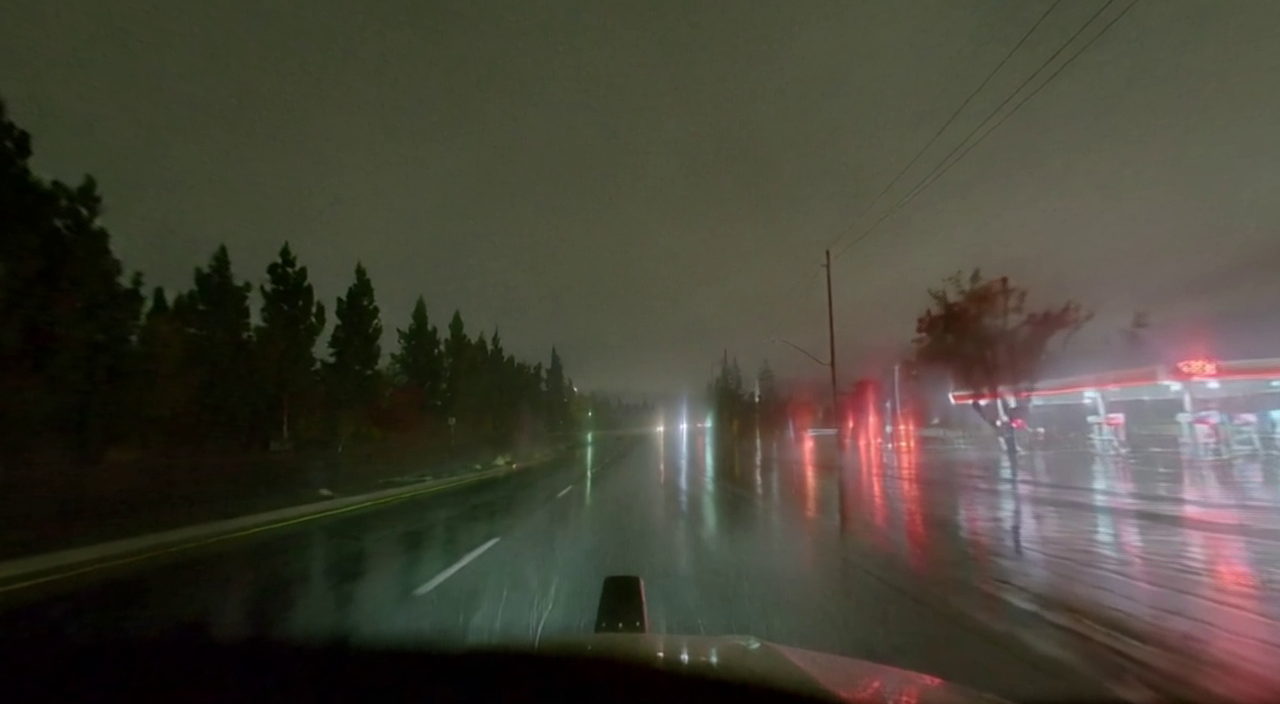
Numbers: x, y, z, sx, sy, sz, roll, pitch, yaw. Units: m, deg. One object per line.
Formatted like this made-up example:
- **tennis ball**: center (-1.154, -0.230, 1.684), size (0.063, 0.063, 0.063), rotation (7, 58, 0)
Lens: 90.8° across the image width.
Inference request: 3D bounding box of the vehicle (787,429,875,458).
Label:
- **vehicle**: center (10.979, 5.281, 36.551), size (4.476, 1.629, 1.953), rotation (0, -8, -1)
